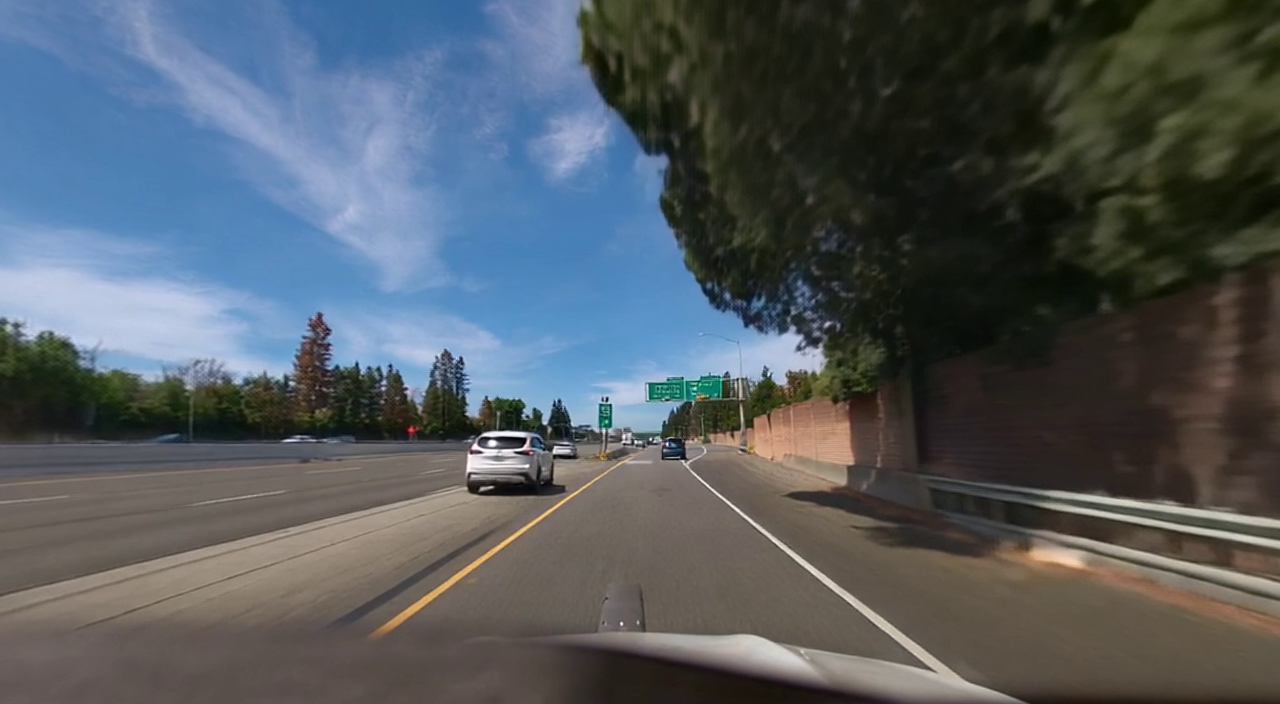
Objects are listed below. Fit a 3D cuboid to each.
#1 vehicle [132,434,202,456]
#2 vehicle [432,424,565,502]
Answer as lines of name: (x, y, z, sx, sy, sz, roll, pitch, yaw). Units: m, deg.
vehicle: (-35.997, 7.118, 48.064, 1.806, 1.532, 4.195, 2, -9, 4)
vehicle: (-3.400, 2.794, 16.257, 2.151, 1.707, 4.759, 0, -9, 2)
